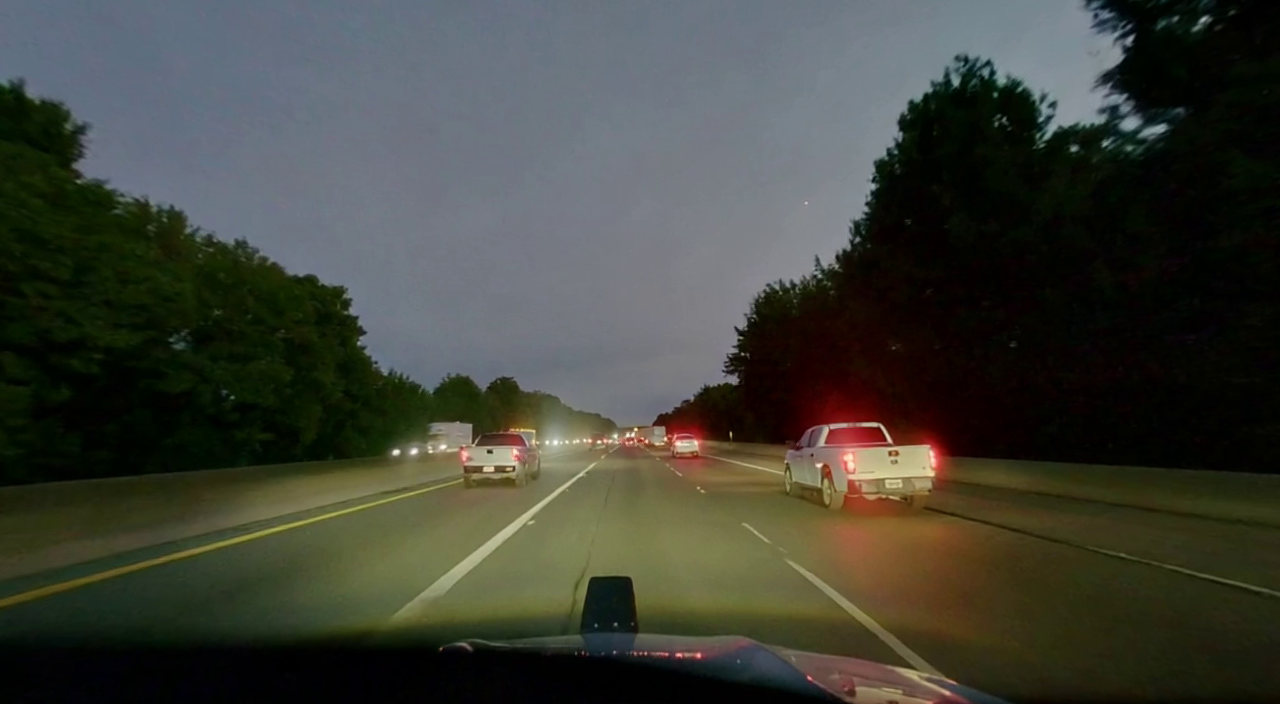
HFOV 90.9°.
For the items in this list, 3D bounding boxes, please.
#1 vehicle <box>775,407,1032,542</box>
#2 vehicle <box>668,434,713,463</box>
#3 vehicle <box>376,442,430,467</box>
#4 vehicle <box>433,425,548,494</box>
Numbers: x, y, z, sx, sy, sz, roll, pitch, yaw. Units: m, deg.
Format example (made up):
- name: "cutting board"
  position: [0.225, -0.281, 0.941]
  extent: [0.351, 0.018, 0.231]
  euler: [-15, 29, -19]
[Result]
- name: "vehicle"
  position: [3.753, 1.822, 10.157]
  extent: [1.949, 1.639, 4.748]
  euler: [0, -8, -2]
- name: "vehicle"
  position: [2.659, 5.172, 34.067]
  extent: [1.990, 1.480, 3.865]
  euler: [0, -8, -2]
- name: "vehicle"
  position: [-15.790, 6.840, 42.276]
  extent: [1.928, 1.502, 4.794]
  euler: [0, -8, -2]
- name: "vehicle"
  position: [-3.889, 2.860, 17.345]
  extent: [2.011, 1.614, 4.808]
  euler: [0, -8, 0]
